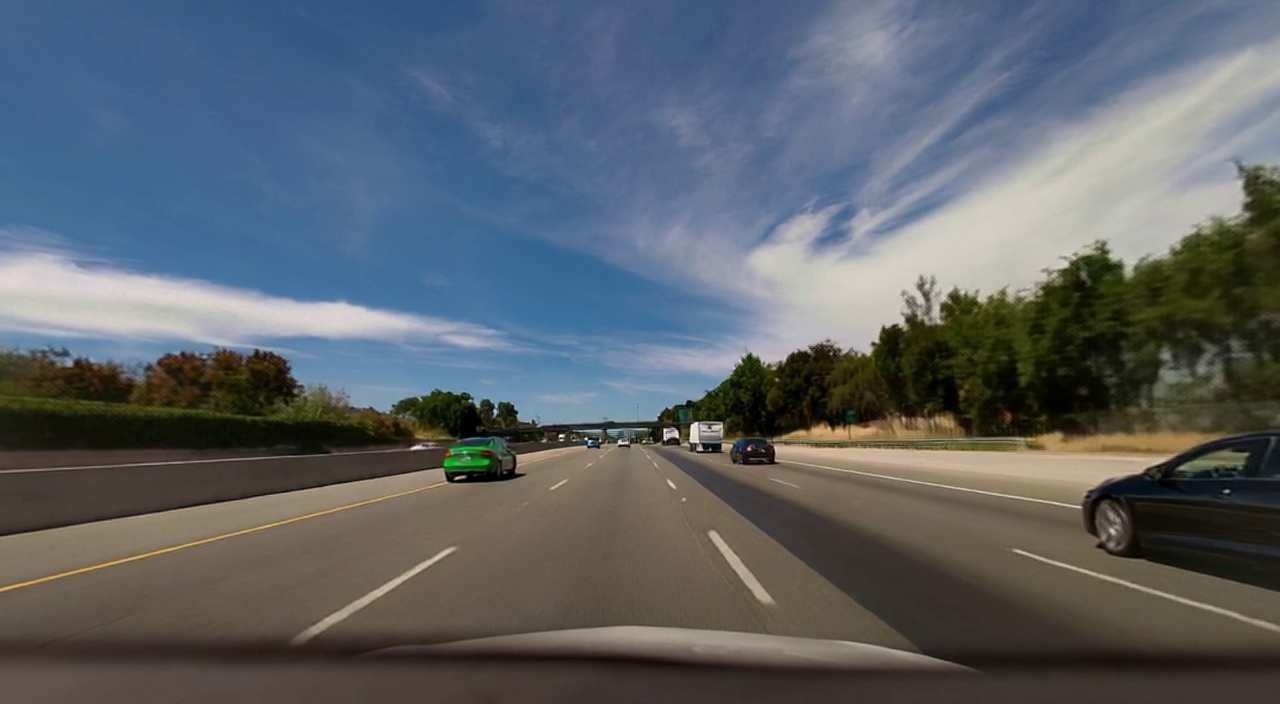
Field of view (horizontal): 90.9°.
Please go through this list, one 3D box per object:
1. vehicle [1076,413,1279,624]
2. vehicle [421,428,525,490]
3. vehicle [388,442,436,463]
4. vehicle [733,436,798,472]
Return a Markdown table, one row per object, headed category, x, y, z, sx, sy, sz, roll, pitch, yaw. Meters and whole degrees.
| category | x | y | z | sx | sy | sz | roll | pitch | yaw |
| --- | --- | --- | --- | --- | --- | --- | --- | --- | --- |
| vehicle | 5.565 | 1.170 | 4.384 | 2.028 | 1.488 | 4.236 | 0 | -8 | 0 |
| vehicle | -4.675 | 3.021 | 18.235 | 1.966 | 1.570 | 3.859 | 0 | -8 | 0 |
| vehicle | -16.953 | 7.441 | 47.025 | 1.864 | 1.436 | 4.572 | 0 | -8 | 0 |
| vehicle | 5.355 | 4.381 | 27.463 | 1.920 | 1.436 | 3.890 | 0 | -8 | -2 |
